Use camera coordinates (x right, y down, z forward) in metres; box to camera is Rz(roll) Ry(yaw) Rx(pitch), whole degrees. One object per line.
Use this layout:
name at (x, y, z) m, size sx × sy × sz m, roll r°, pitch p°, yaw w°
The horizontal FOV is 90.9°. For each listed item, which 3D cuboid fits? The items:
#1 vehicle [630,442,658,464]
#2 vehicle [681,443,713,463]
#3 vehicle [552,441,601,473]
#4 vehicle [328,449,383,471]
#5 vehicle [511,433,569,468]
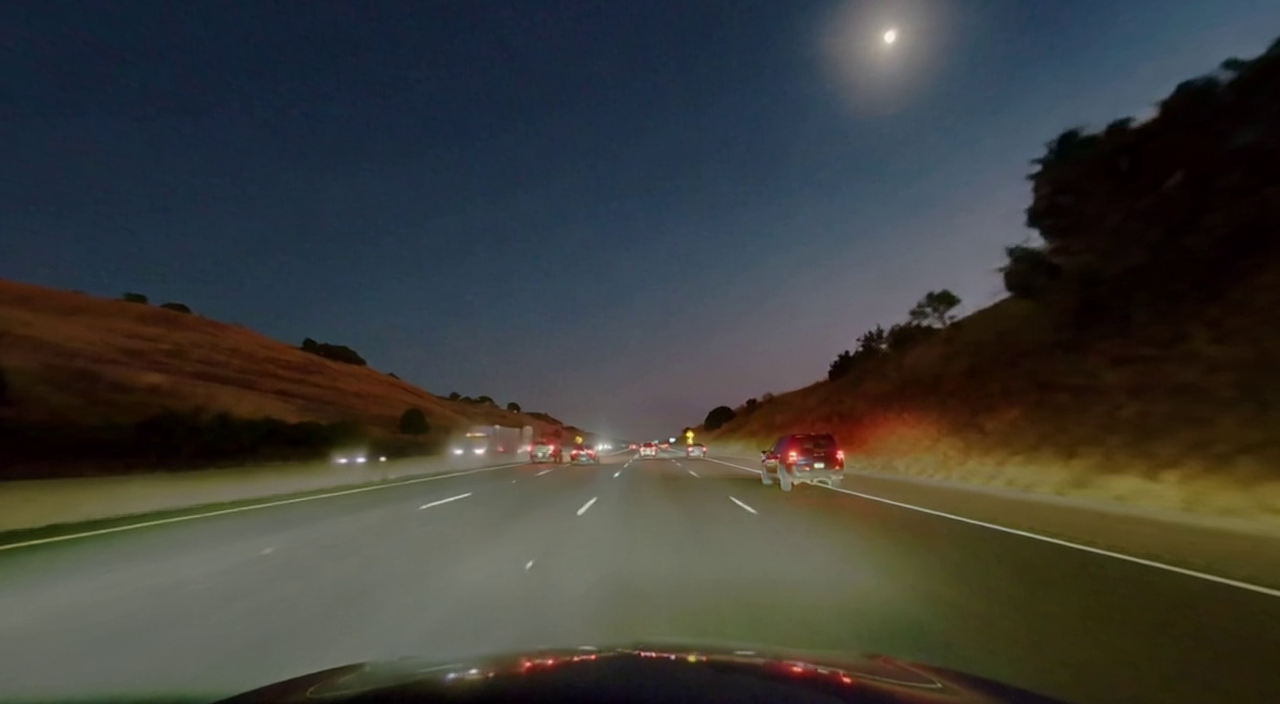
vehicle at (0.273, 7.635, 47.905) m, size 2.031 × 1.566 × 3.904 m, roll 0°, pitch -8°, yaw 0°
vehicle at (4.390, 7.899, 49.439) m, size 2.027 × 1.525 × 4.348 m, roll 0°, pitch -8°, yaw -1°
vehicle at (-3.296, 5.568, 33.733) m, size 2.091 × 1.552 × 4.516 m, roll 0°, pitch -8°, yaw 1°
vehicle at (-21.099, 8.001, 46.950) m, size 1.846 × 1.471 × 4.747 m, roll 0°, pitch -8°, yaw 1°
vehicle at (-6.342, 6.379, 40.871) m, size 2.589 × 2.063 × 6.206 m, roll 0°, pitch -8°, yaw 1°
